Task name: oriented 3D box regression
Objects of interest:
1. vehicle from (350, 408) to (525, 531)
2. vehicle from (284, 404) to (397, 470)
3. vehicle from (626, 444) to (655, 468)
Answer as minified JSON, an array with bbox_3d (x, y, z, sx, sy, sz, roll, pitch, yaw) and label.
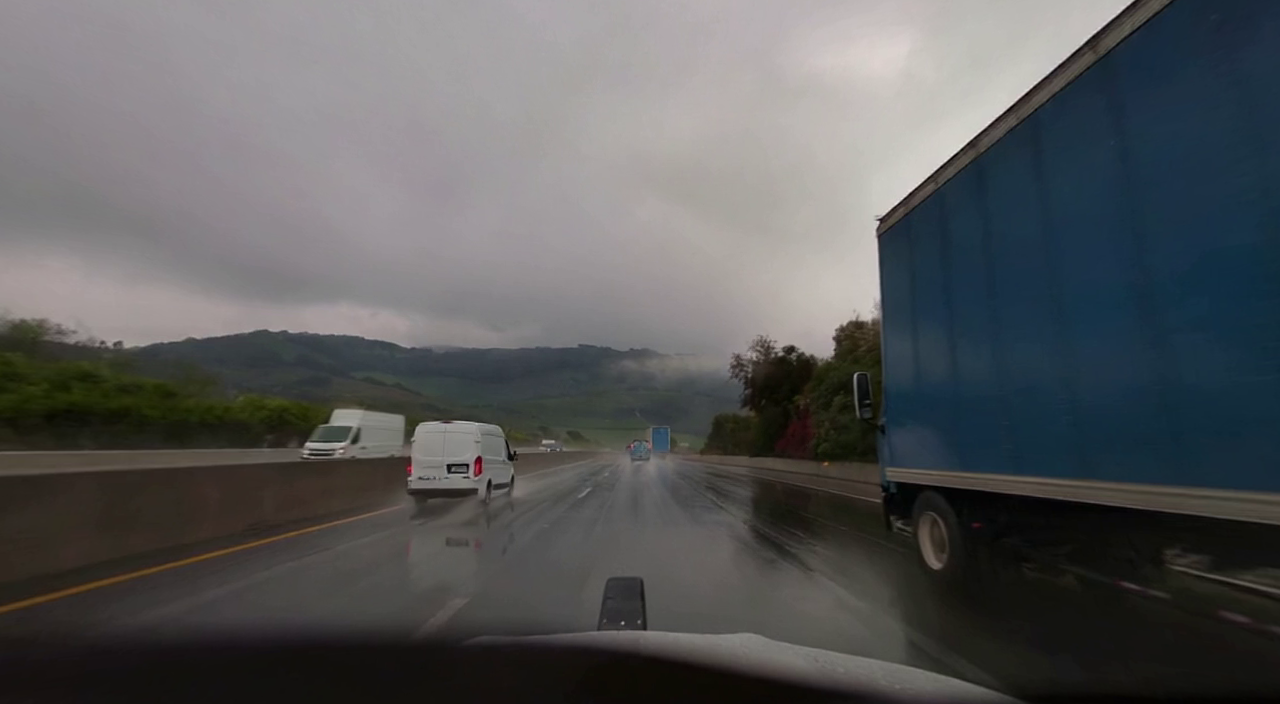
[{"bbox_3d":[-3.770,2.308,12.801,1.955,2.004,4.792,0,-9,0],"label":"vehicle"},{"bbox_3d":[-18.911,5.590,40.703,2.879,3.766,8.952,0,-9,0],"label":"vehicle"},{"bbox_3d":[-0.007,8.109,49.377,2.166,1.747,4.299,0,-9,0],"label":"vehicle"}]
